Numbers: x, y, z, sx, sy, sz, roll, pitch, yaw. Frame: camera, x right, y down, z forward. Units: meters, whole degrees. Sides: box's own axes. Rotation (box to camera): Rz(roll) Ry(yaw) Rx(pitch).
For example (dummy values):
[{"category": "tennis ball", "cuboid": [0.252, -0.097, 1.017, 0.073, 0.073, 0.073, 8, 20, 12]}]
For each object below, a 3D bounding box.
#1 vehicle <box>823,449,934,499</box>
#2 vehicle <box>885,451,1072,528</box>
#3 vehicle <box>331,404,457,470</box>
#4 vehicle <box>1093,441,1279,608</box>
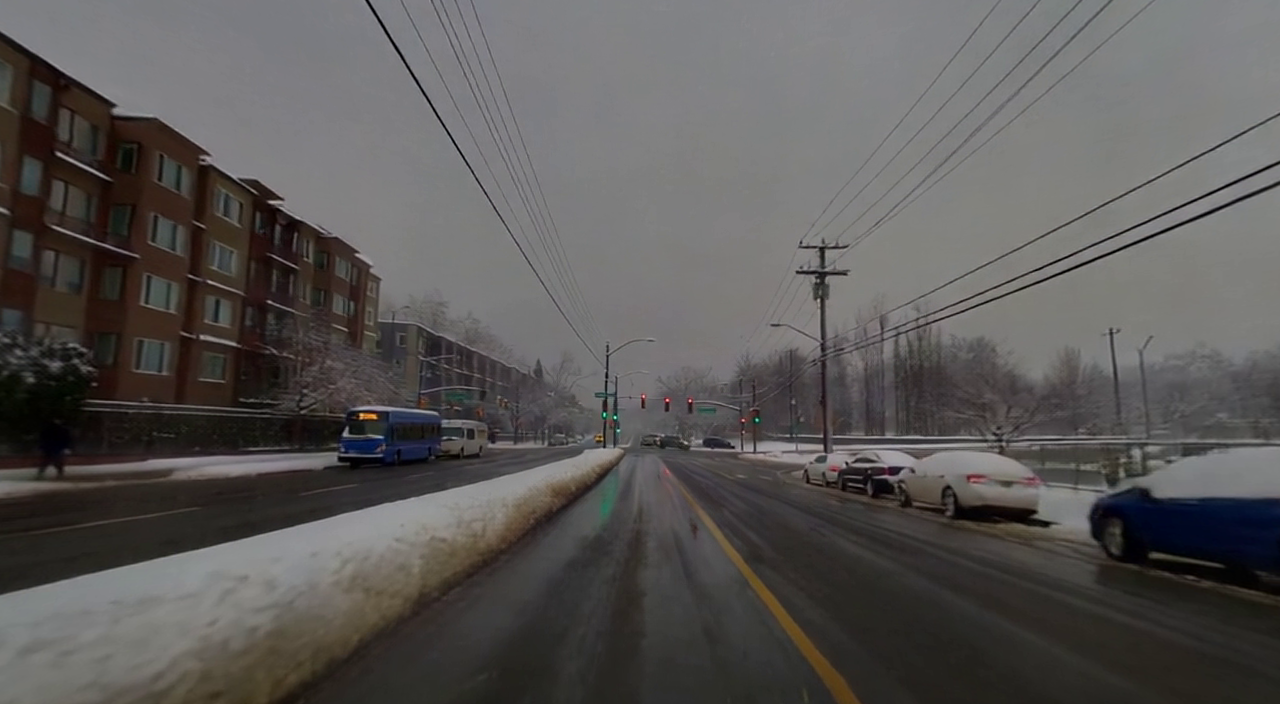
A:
[{"category": "vehicle", "cuboid": [8.037, 4.124, 21.838, 1.996, 1.473, 4.740, 0, -8, 0]}, {"category": "vehicle", "cuboid": [7.936, 3.221, 15.478, 1.997, 1.517, 4.755, 0, -8, 1]}, {"category": "vehicle", "cuboid": [-13.856, 5.047, 36.931, 3.060, 3.307, 9.997, 0, -8, 2]}, {"category": "vehicle", "cuboid": [7.776, 1.848, 6.896, 2.143, 1.731, 4.781, 0, -8, 1]}]
